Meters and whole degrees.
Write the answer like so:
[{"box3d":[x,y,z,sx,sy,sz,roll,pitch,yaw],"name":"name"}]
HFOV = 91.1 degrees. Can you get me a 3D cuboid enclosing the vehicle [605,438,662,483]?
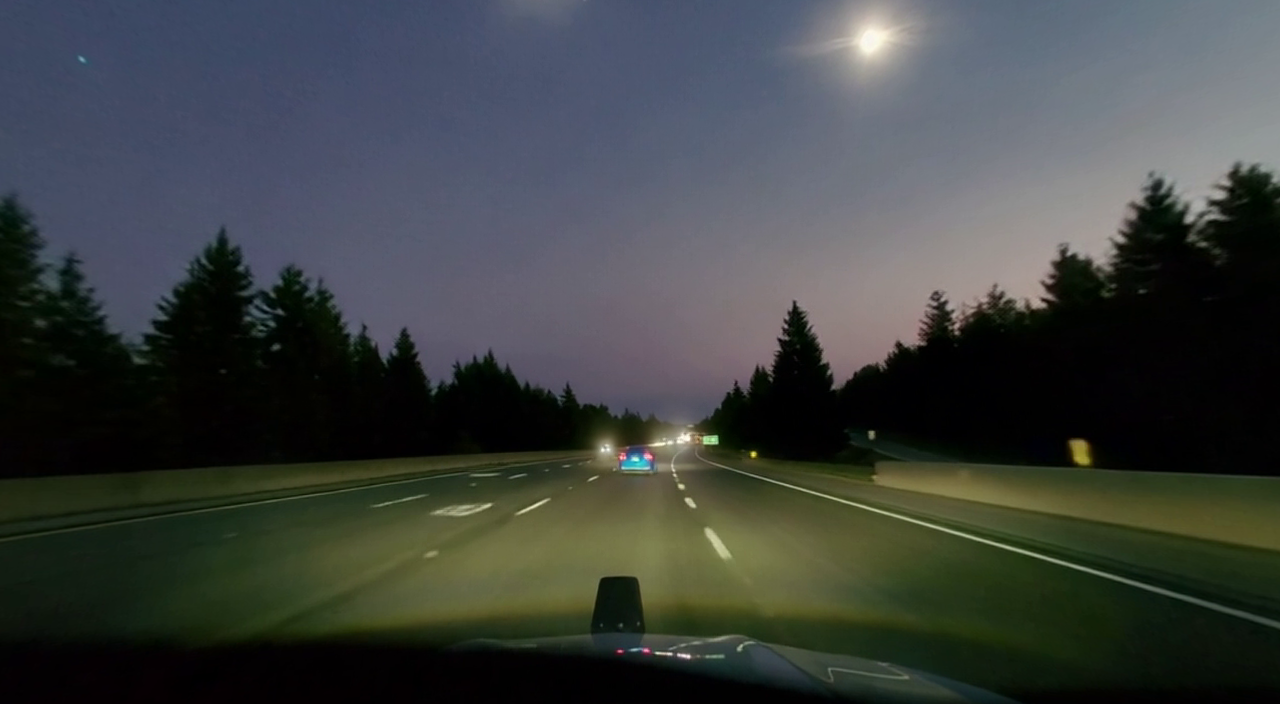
[{"box3d":[-0.175,4.449,25.990,2.133,1.686,4.203,-1,-8,3],"name":"vehicle"}]
